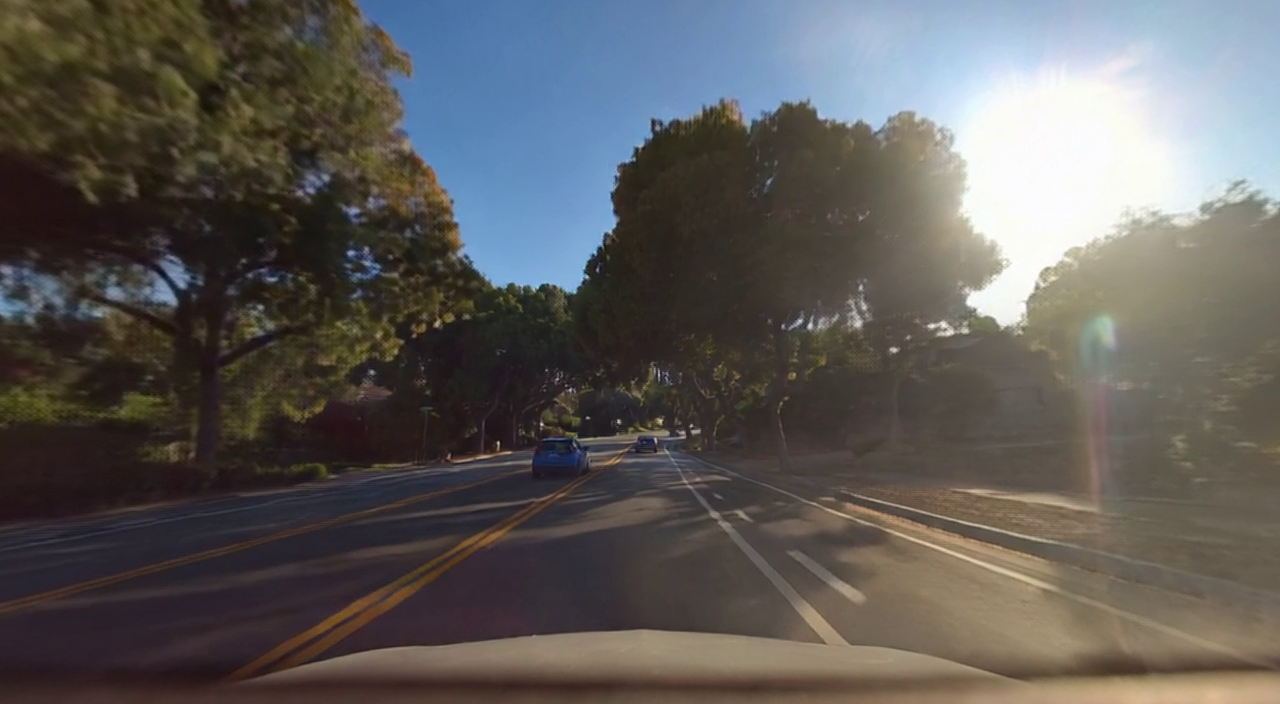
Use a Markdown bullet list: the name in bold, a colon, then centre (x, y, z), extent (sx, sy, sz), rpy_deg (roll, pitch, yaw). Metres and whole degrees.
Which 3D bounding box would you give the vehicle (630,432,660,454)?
- **vehicle**: centre (0.360, 6.497, 45.001), extent (2.067, 1.486, 3.861), rpy_deg (0, -9, 1)
